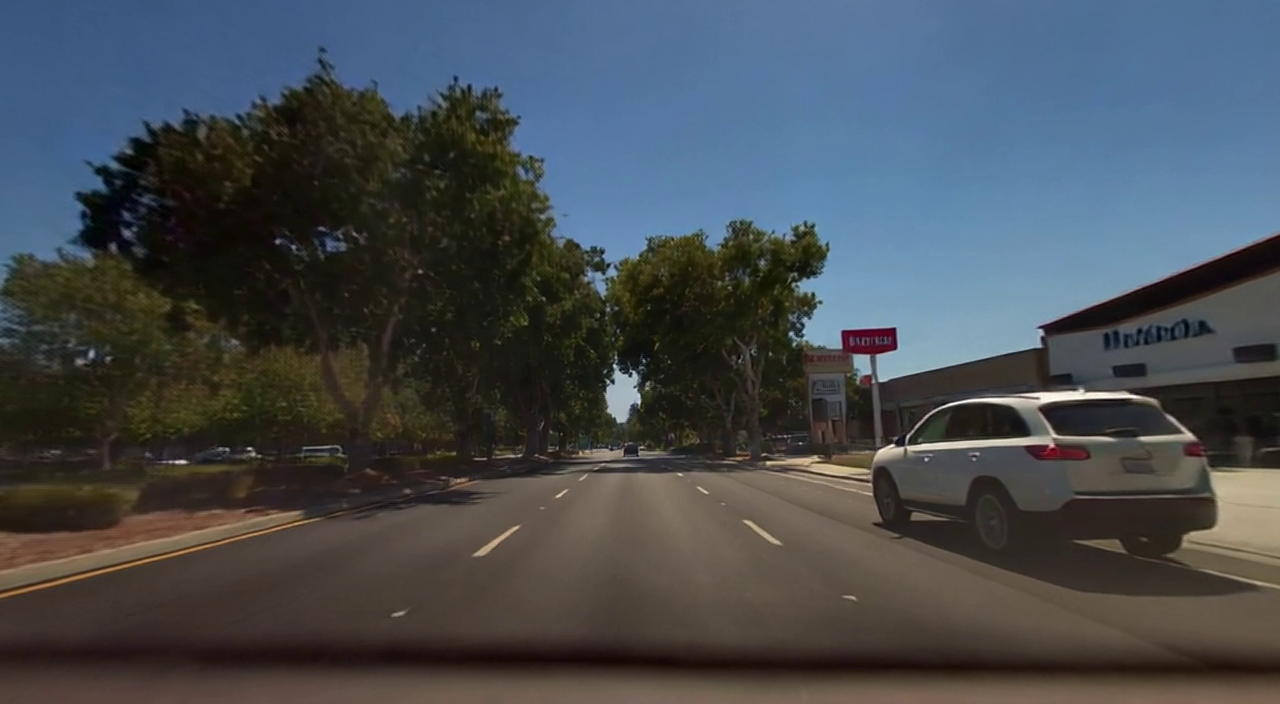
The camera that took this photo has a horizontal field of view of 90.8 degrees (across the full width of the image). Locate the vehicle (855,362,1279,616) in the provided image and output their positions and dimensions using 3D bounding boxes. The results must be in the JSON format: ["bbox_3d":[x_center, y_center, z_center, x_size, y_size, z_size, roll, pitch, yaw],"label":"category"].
[{"bbox_3d":[4.641,1.425,7.534,2.185,1.956,5.128,0,-8,-2],"label":"vehicle"}]
